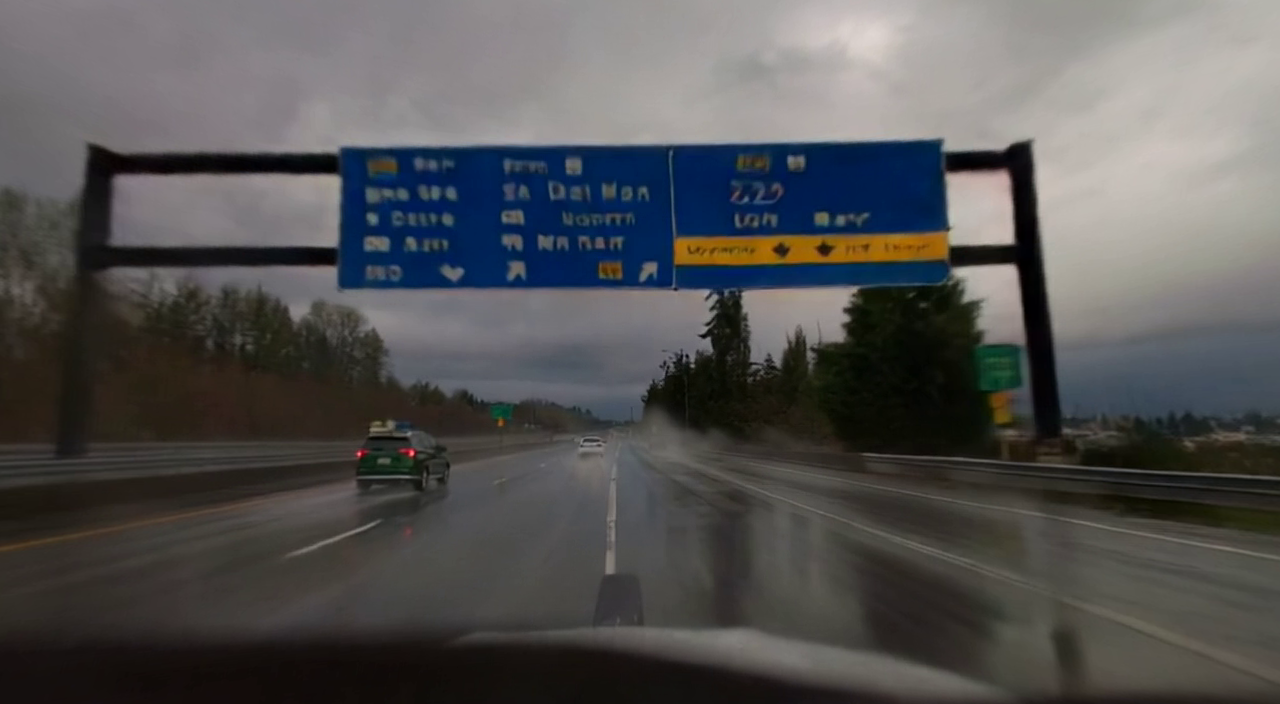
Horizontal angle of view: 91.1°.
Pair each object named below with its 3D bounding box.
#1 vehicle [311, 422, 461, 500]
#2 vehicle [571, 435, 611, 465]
[{"bbox_3d":[-6.232,2.703,16.134,2.111,1.689,4.505,0,-8,-2],"label":"vehicle"},{"bbox_3d":[-2.635,5.357,34.735,2.010,1.534,4.013,0,-8,-1],"label":"vehicle"}]
